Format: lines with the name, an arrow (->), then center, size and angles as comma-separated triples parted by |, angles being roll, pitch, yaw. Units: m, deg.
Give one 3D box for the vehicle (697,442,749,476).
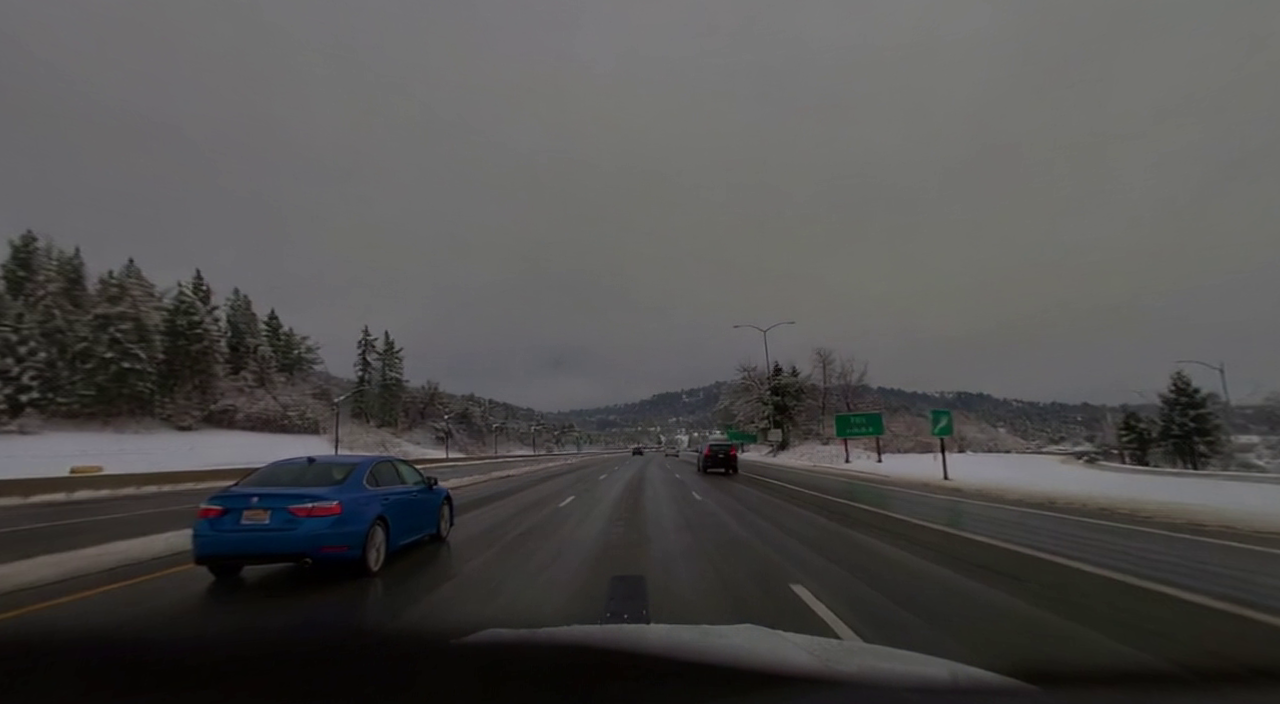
vehicle -> 3.888, 5.073, 30.235 | 1.916, 1.469, 4.481 | 0, -8, 0
